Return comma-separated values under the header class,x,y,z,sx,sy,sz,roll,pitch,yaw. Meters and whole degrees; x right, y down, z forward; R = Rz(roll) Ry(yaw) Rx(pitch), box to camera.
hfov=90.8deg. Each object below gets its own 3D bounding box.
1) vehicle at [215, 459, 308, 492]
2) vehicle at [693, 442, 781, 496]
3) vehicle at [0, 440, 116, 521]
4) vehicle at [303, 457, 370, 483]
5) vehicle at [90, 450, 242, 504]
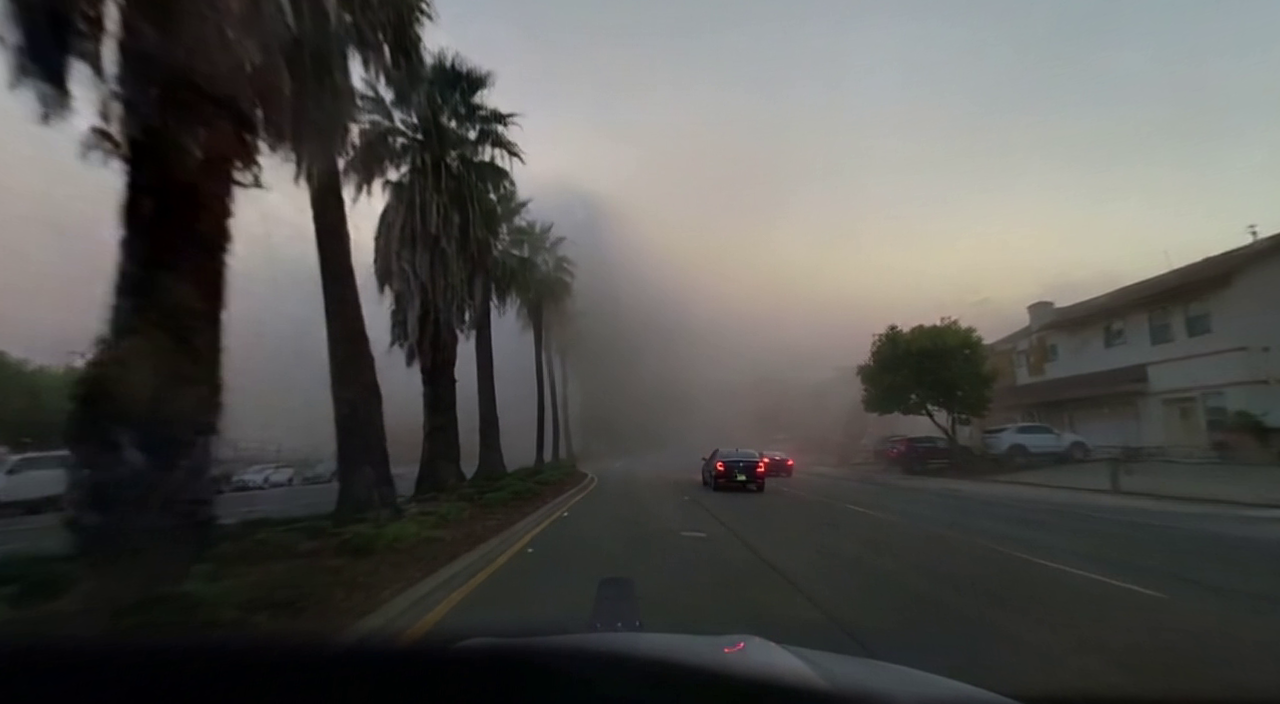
class,x,y,z,sx,sy,sz,roll,pitch,yaw
vehicle,-19.189,6.254,32.336,1.836,1.476,4.950,0,-9,-1
vehicle,2.919,3.660,20.138,1.989,1.492,4.689,0,-9,-1
vehicle,-19.185,3.801,19.003,2.344,2.232,5.170,0,-9,-1
vehicle,-19.227,7.470,40.264,1.897,1.482,4.707,0,-9,0
vehicle,-19.208,5.047,26.056,2.056,1.946,5.498,0,-9,-1
